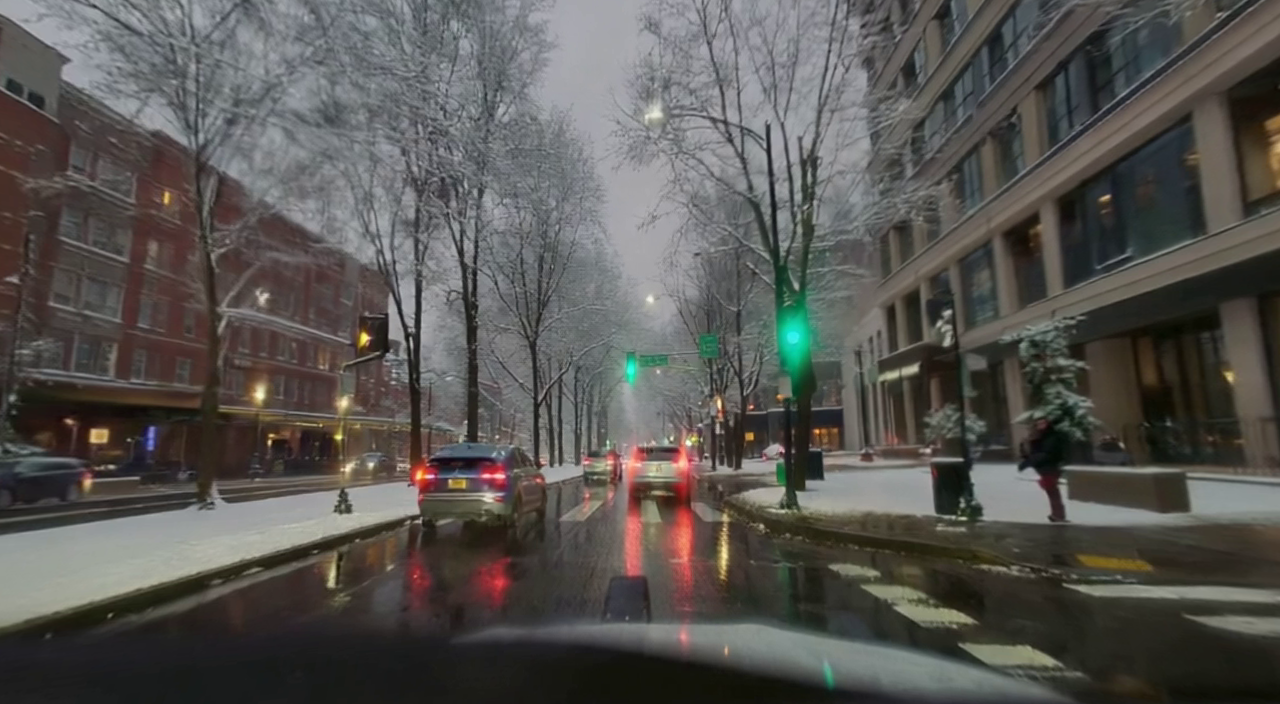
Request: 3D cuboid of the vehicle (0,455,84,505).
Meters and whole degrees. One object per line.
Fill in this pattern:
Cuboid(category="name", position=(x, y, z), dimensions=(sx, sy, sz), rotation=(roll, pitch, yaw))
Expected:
Cuboid(category="vehicle", position=(-27.292, 5.470, 27.060), dimensions=(2.126, 1.935, 5.034), rotation=(0, -8, 2))

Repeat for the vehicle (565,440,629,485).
Cuboid(category="vehicle", position=(-1.853, 4.939, 28.627), dimensions=(2.220, 1.847, 4.587), rotation=(-1, -8, 5))

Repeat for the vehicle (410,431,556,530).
Cuboid(category="vehicle", position=(-3.019, 2.551, 13.060), dimensions=(1.940, 1.722, 3.823), rotation=(0, -8, 1))

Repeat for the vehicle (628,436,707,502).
Cuboid(category="vehicle", position=(0.783, 3.435, 18.907), dimensions=(2.120, 1.758, 3.917), rotation=(0, -8, 2))
